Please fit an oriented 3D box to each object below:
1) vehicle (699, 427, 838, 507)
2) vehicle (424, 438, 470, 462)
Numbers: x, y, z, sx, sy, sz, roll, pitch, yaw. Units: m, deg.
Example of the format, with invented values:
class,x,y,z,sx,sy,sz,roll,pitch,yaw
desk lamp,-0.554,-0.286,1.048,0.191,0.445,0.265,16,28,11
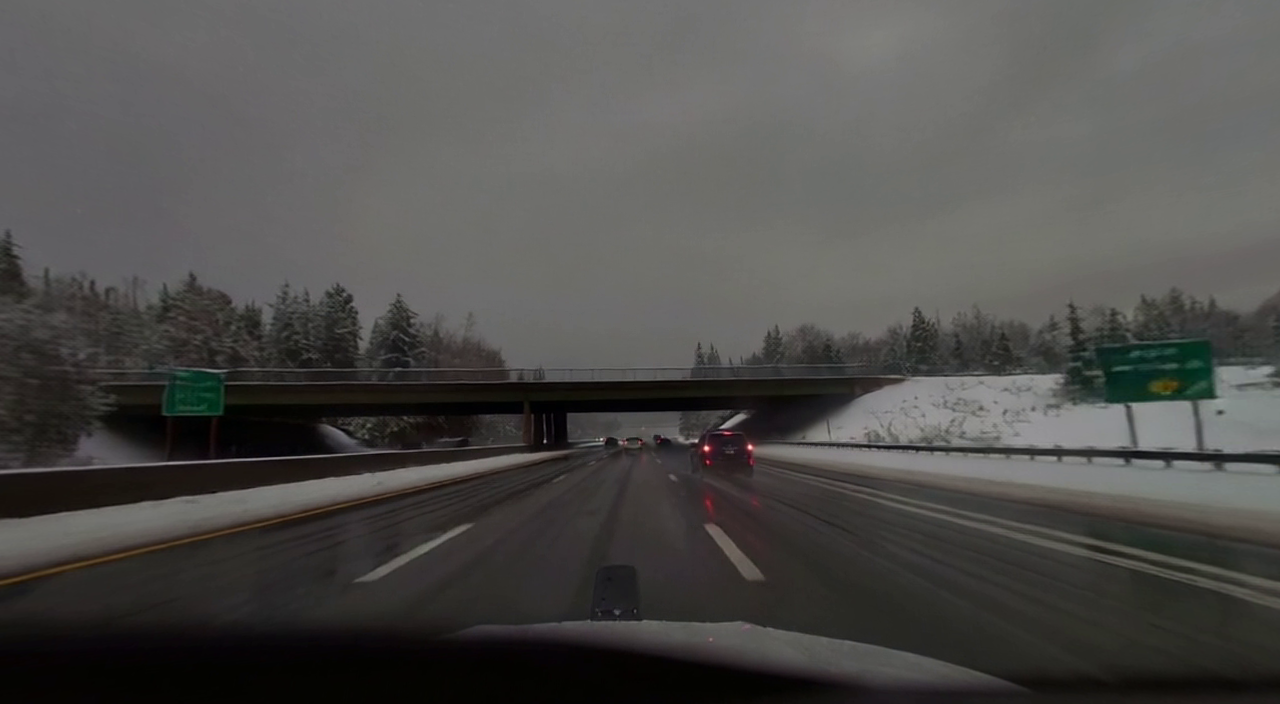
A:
class,x,y,z,sx,sy,sz,roll,pitch,yaw
vehicle,2.895,2.716,15.551,2.240,1.646,4.949,1,-8,-2
vehicle,-12.374,6.304,40.583,1.835,1.425,3.515,0,-8,1
